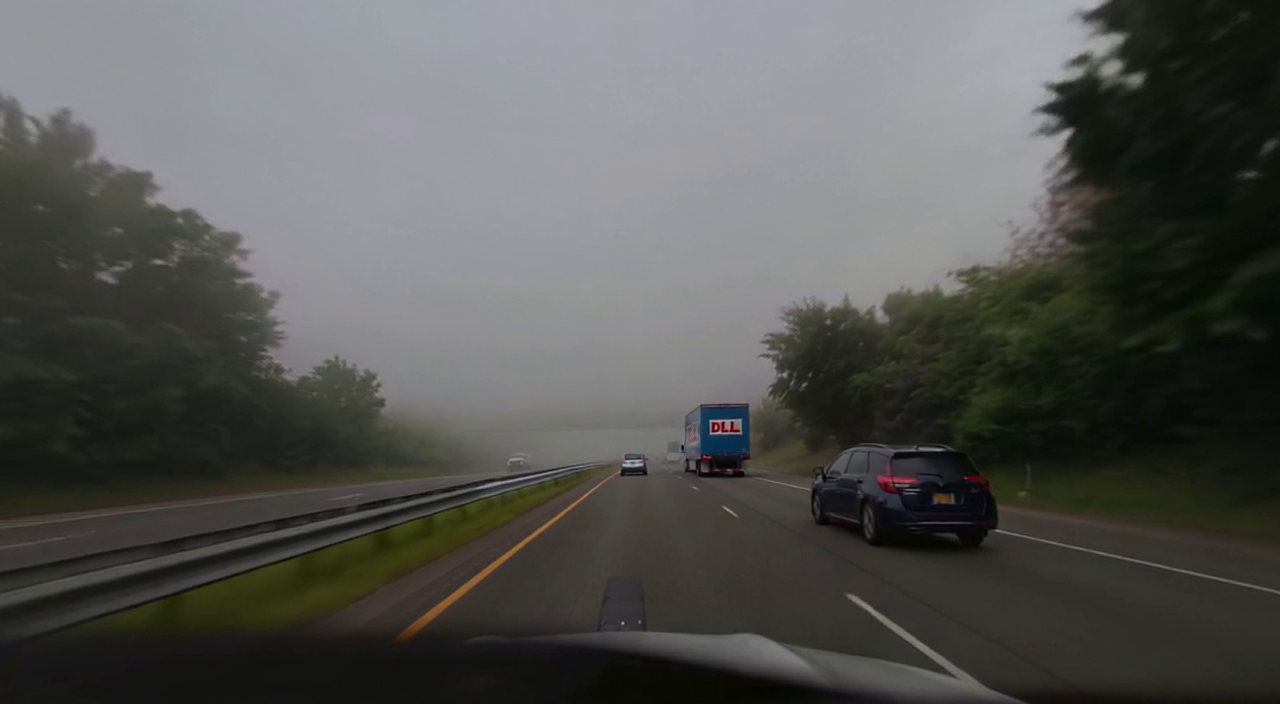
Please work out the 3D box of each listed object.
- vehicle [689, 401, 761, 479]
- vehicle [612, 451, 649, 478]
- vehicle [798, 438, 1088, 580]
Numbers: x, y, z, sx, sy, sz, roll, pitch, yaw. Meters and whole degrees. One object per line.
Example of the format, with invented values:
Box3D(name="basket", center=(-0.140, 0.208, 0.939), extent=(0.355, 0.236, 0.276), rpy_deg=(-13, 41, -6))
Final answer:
Box3D(name="vehicle", center=(4.669, 5.151, 36.535), extent=(2.838, 3.985, 8.010), rpy_deg=(0, -9, -1))
Box3D(name="vehicle", center=(-0.530, 6.519, 36.606), extent=(2.055, 1.445, 3.661), rpy_deg=(0, -9, 0))
Box3D(name="vehicle", center=(3.715, 1.977, 8.756), extent=(1.894, 1.452, 4.164), rpy_deg=(0, -9, -1))
